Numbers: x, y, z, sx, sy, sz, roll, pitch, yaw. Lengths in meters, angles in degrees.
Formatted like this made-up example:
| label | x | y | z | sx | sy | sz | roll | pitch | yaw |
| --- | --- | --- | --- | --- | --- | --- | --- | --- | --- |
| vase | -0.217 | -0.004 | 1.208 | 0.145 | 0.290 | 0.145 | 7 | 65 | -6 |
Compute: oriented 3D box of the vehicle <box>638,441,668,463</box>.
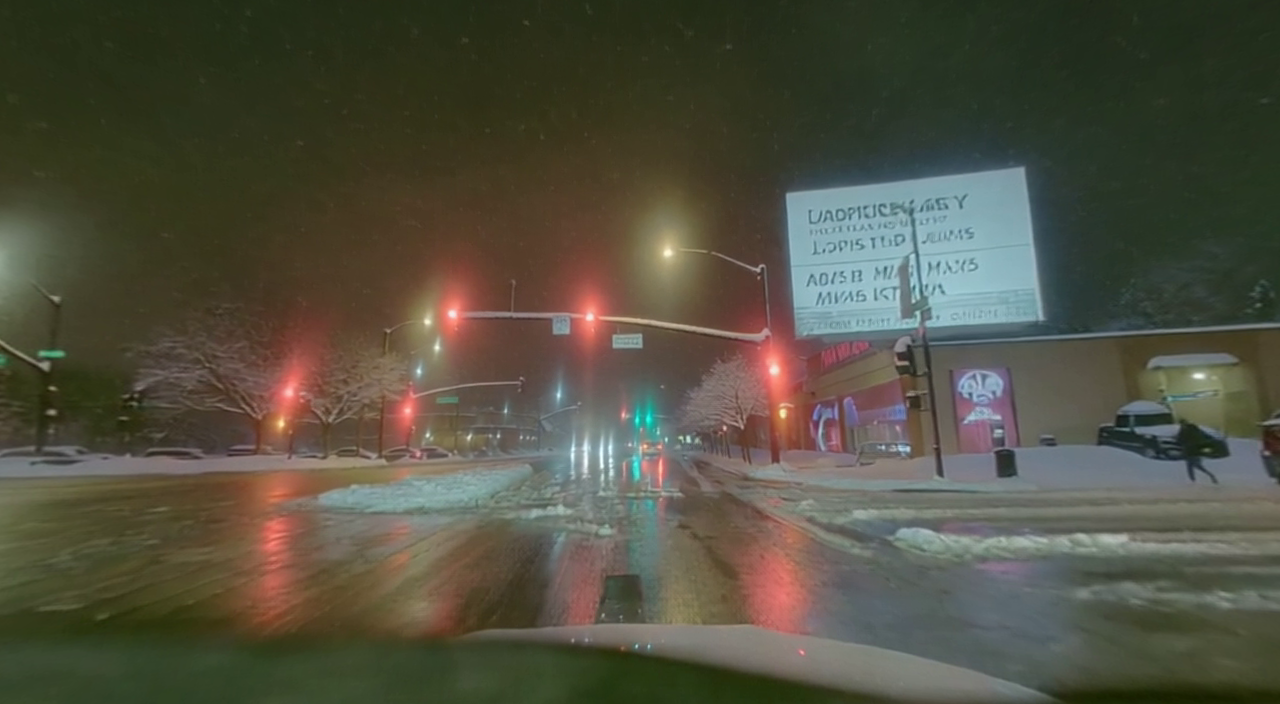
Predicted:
| label | x | y | z | sx | sy | sz | roll | pitch | yaw |
| --- | --- | --- | --- | --- | --- | --- | --- | --- | --- |
| vehicle | 0.998 | 7.569 | 47.950 | 2.168 | 1.545 | 4.047 | 0 | -9 | 1 |

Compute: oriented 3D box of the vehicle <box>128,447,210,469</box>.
| label | x | y | z | sx | sy | sz | roll | pitch | yaw |
| --- | --- | --- | --- | --- | --- | --- | --- | --- | --- |
| vehicle | -35.204 | 7.916 | 47.360 | 1.802 | 1.549 | 4.439 | -4 | -10 | 26 |

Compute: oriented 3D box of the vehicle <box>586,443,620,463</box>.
| label | x | y | z | sx | sy | sz | roll | pitch | yaw |
| --- | --- | --- | --- | --- | --- | --- | --- | --- | --- |
| vehicle | -2.719 | 7.496 | 47.137 | 1.962 | 1.420 | 4.021 | 0 | -9 | 4 |

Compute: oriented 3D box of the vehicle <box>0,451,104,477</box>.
| label | x | y | z | sx | sy | sz | roll | pitch | yaw |
| --- | --- | --- | --- | --- | --- | --- | --- | --- | --- |
| vehicle | -36.323 | 6.849 | 38.938 | 1.826 | 1.432 | 4.530 | -5 | -10 | 29 |

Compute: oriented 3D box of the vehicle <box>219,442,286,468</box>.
| label | x | y | z | sx | sy | sz | roll | pitch | yaw |
| --- | --- | --- | --- | --- | --- | --- | --- | --- | --- |
| vehicle | -28.231 | 7.467 | 46.113 | 1.643 | 1.755 | 3.666 | -5 | -9 | 34 |
